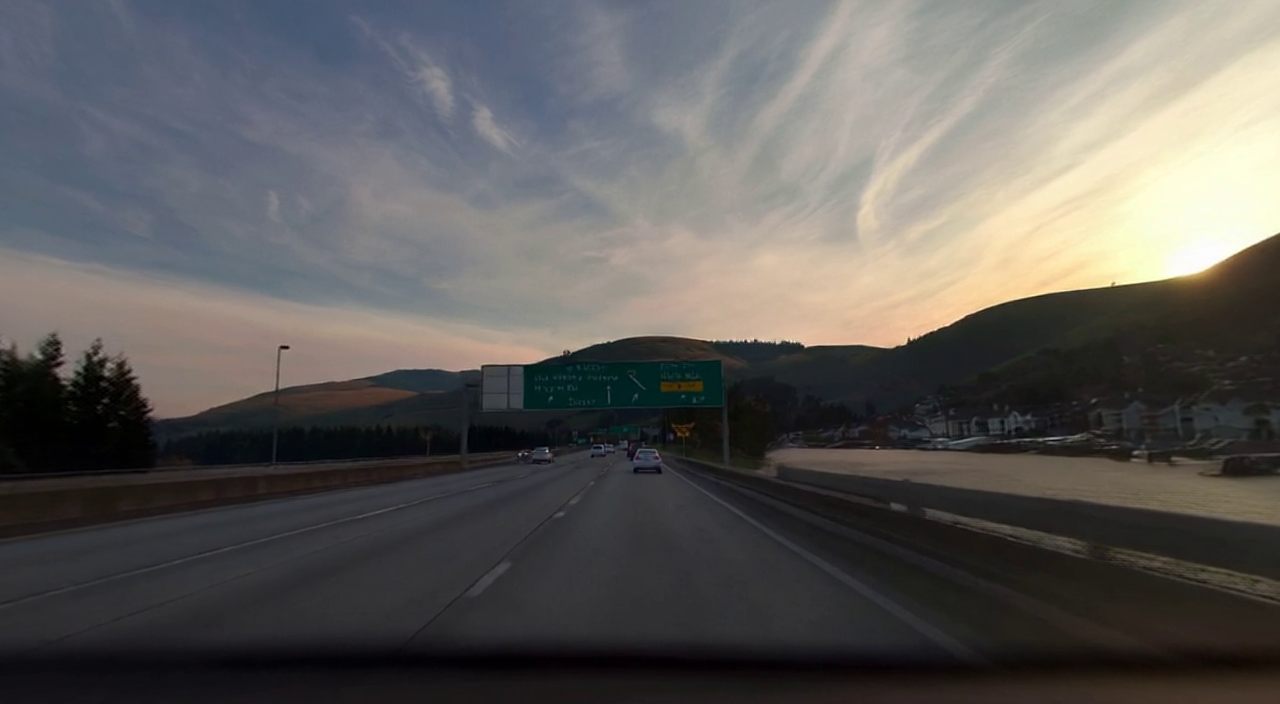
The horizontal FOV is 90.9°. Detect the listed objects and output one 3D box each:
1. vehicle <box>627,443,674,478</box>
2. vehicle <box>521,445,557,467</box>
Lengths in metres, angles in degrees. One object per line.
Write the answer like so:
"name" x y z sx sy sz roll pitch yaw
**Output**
"vehicle" 0.392 4.948 28.919 2.019 1.475 4.301 0 -9 -1
"vehicle" -7.144 7.430 44.999 1.955 1.468 3.637 0 -9 0
